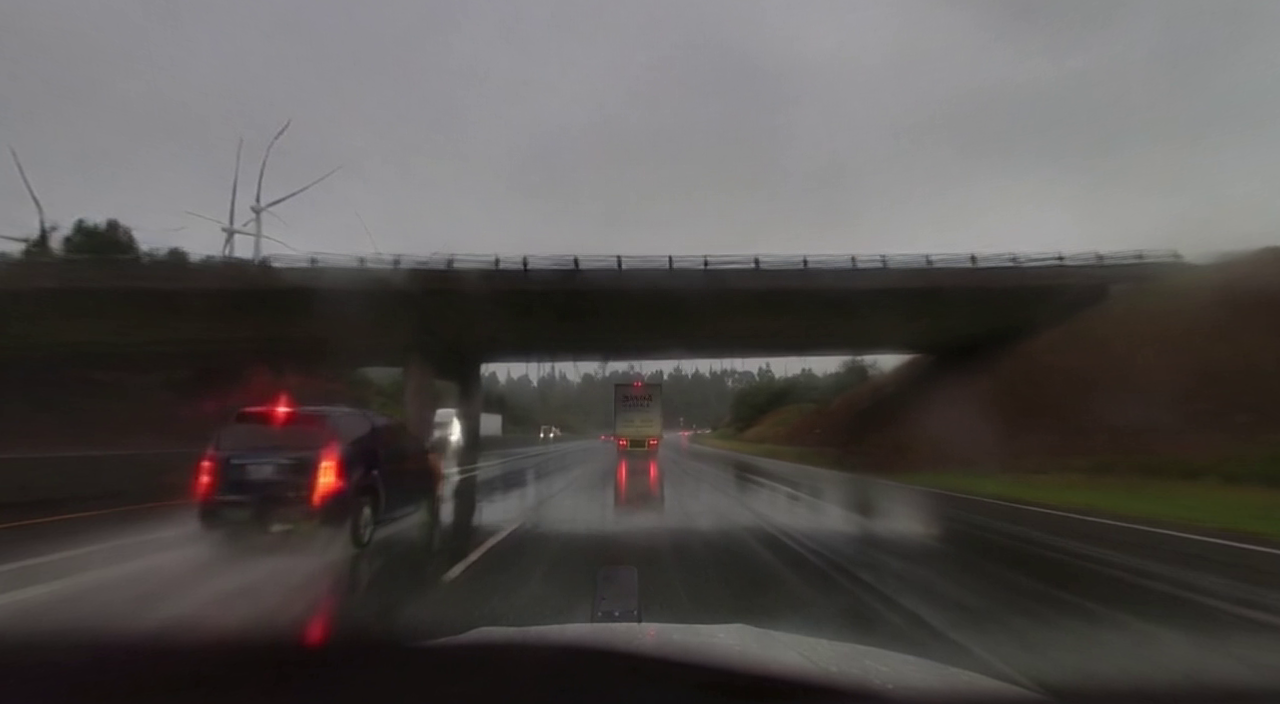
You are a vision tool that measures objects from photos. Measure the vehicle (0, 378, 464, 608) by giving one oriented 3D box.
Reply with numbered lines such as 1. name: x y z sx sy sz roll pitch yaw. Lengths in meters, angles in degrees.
1. vehicle: -3.782 1.366 7.177 2.167 1.686 4.946 0 -8 0

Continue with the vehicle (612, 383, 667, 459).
1. vehicle: -0.186 4.492 39.747 2.906 3.990 12.551 0 -8 -1
